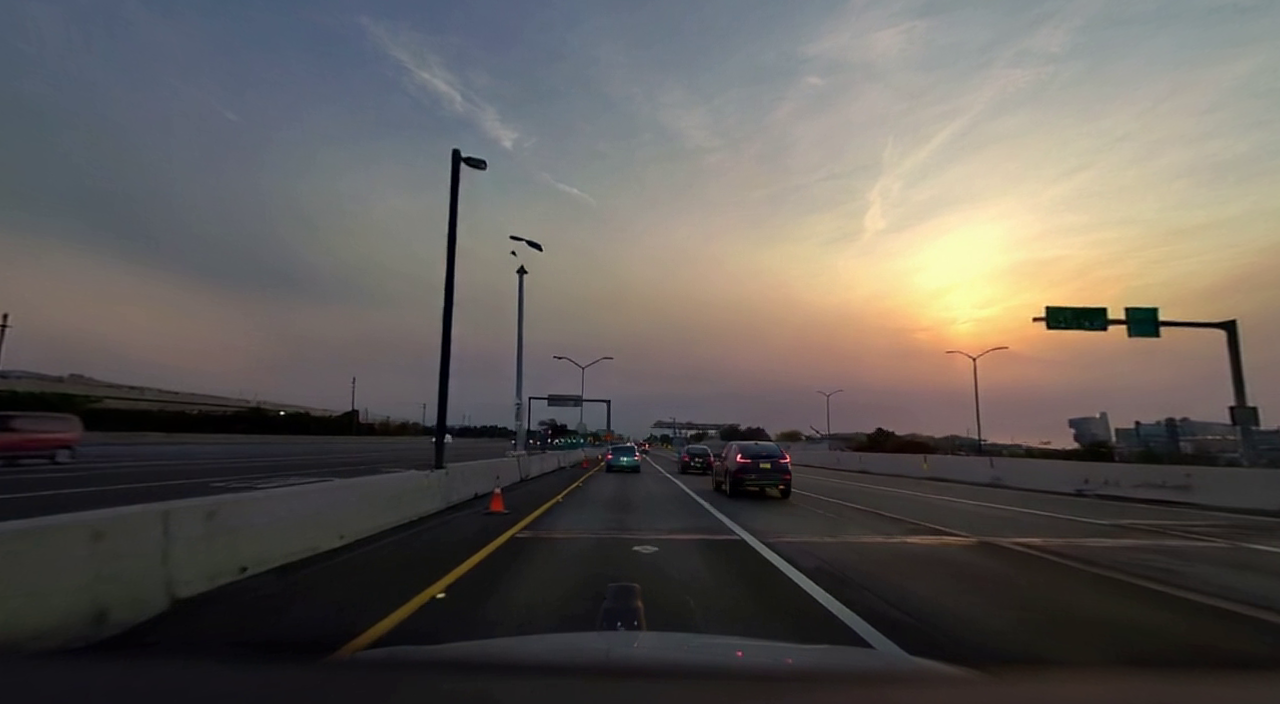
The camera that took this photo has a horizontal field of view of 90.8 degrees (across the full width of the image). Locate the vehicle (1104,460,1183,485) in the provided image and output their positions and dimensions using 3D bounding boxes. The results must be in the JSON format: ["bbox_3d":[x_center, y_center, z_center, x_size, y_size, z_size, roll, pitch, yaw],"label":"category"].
[{"bbox_3d":[30.869,7.377,38.843,1.607,1.396,3.554,1,-8,-7],"label":"vehicle"}]

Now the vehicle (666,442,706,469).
[{"bbox_3d":[2.705,6.160,37.733,1.916,1.487,4.117,0,-9,-2],"label":"vehicle"}]

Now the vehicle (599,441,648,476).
[{"bbox_3d":[-0.727,4.807,28.677,2.069,1.470,4.004,0,-8,-1],"label":"vehicle"}]

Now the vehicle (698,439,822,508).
[{"bbox_3d":[2.759,2.916,15.676,2.042,1.460,4.451,0,-9,-2],"label":"vehicle"}]
